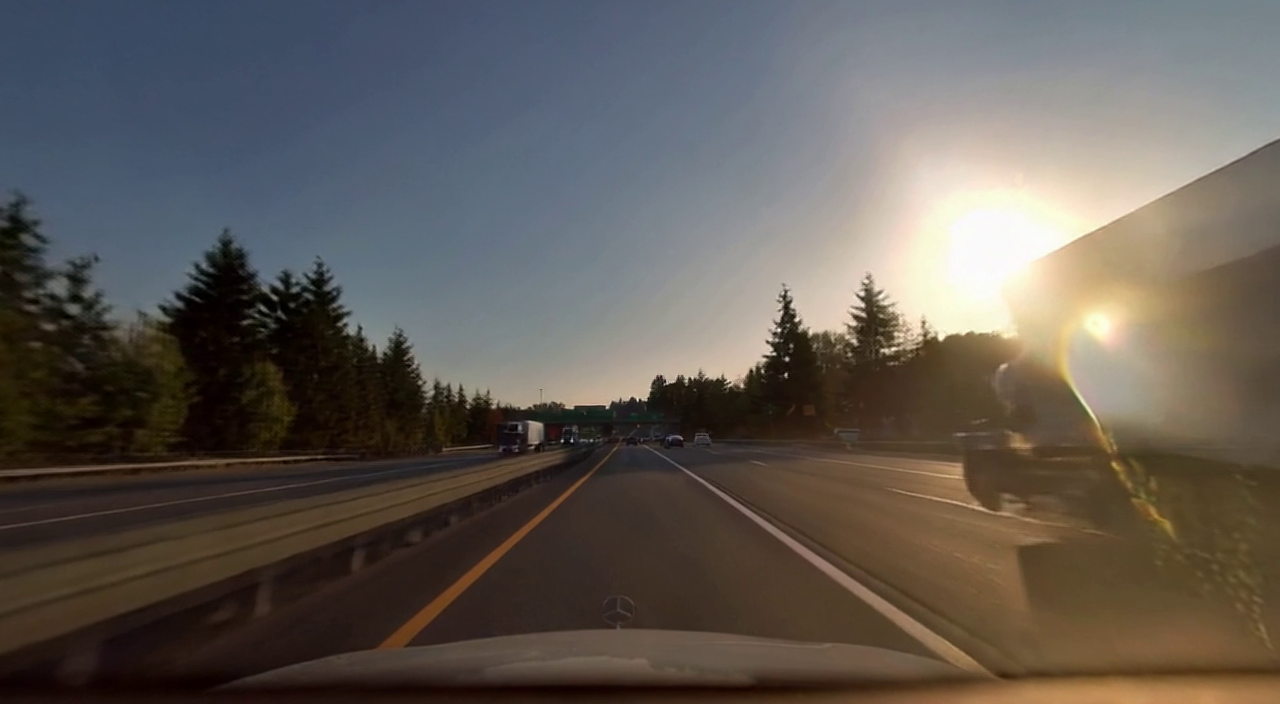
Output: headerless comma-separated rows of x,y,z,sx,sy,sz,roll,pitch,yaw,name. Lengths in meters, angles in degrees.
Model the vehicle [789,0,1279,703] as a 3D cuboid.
3.504,0.118,5.119,3.004,3.894,5.738,0,-8,-1,vehicle
